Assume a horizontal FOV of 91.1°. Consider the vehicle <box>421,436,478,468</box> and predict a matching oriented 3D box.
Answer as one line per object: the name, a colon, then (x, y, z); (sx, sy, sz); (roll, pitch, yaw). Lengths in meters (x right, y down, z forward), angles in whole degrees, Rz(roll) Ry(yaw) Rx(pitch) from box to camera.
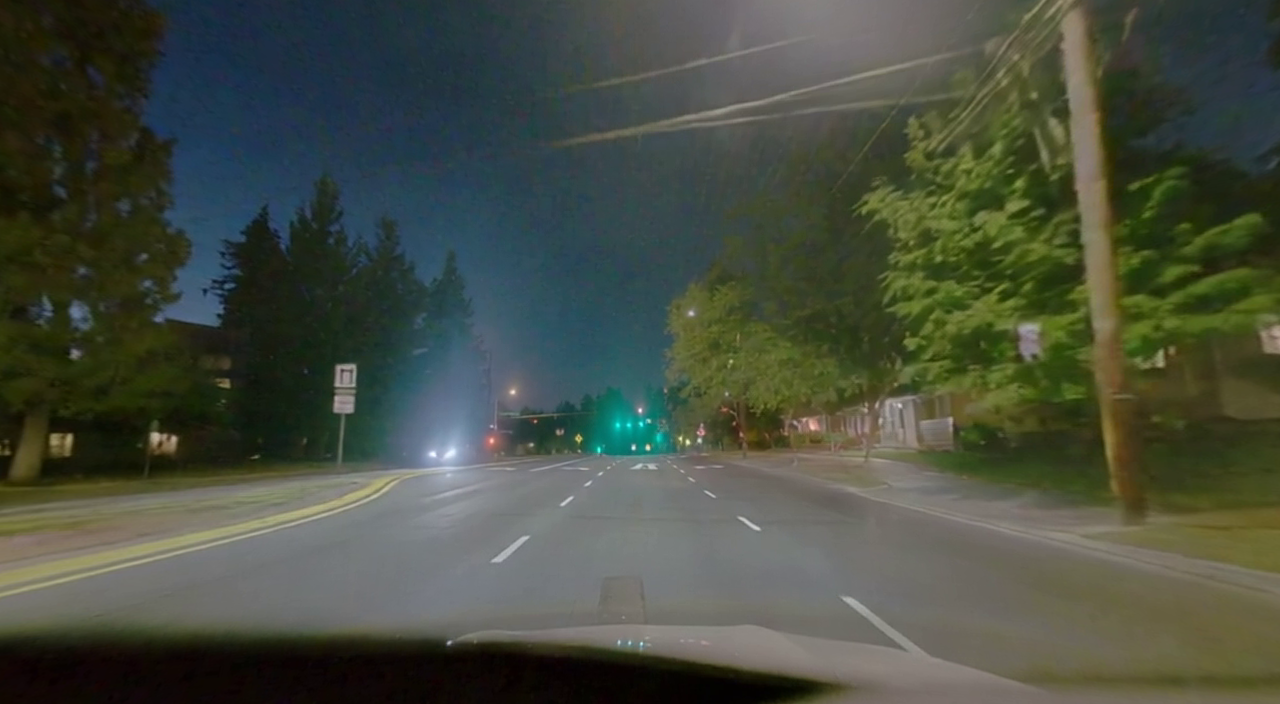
vehicle: (-11.668, 6.169, 38.806); (2.045, 1.847, 4.674); (0, -8, 0)
